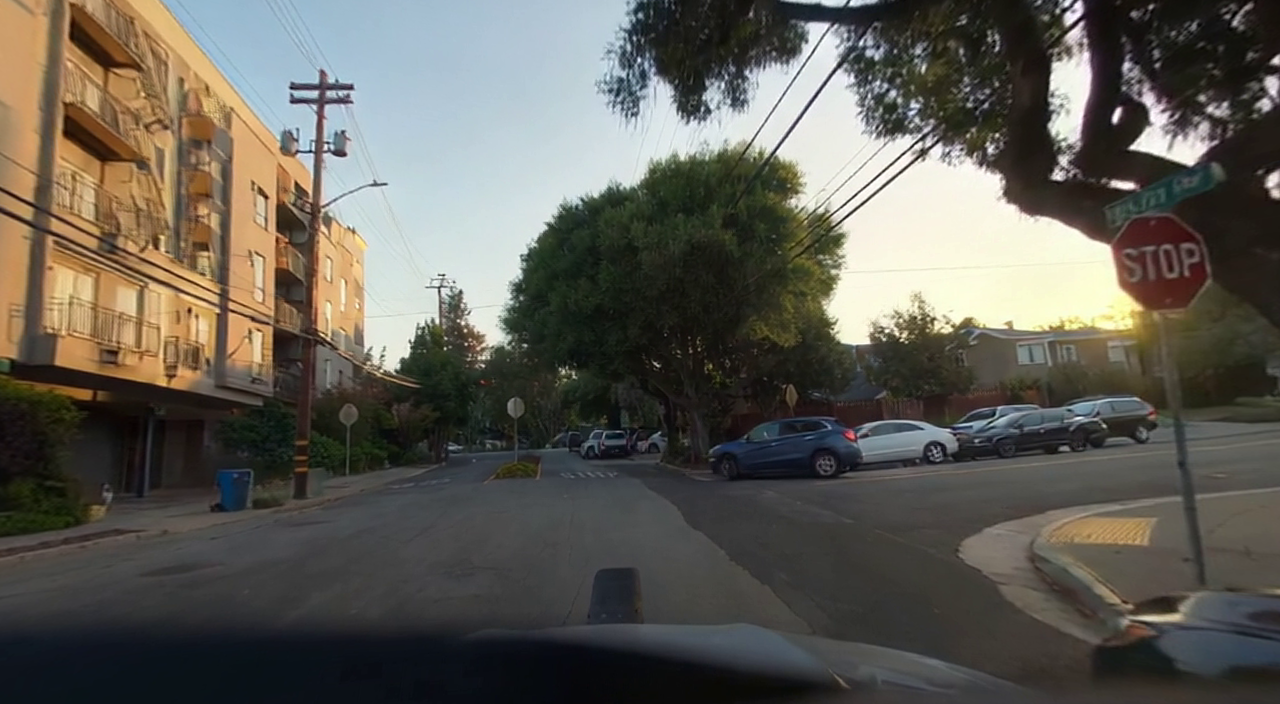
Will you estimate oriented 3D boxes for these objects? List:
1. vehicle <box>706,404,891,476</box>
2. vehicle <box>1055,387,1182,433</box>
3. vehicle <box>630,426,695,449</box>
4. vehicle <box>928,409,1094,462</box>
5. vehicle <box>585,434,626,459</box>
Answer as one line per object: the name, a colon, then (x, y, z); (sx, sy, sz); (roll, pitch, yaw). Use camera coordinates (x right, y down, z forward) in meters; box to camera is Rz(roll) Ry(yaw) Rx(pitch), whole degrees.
vehicle: (4.440, 2.564, 18.139); (4.790, 1.872, 2.155); (-2, -10, 14)
vehicle: (21.977, 2.774, 29.284); (1.976, 1.876, 4.405); (1, -9, -10)
vehicle: (1.634, 6.366, 46.783); (4.424, 1.645, 1.820); (2, -9, -14)
vehicle: (12.937, 2.936, 22.161); (4.830, 1.490, 1.878); (-2, -10, -11)
vehicle: (-2.250, 6.012, 40.252); (1.918, 1.475, 4.060); (2, -9, -12)
